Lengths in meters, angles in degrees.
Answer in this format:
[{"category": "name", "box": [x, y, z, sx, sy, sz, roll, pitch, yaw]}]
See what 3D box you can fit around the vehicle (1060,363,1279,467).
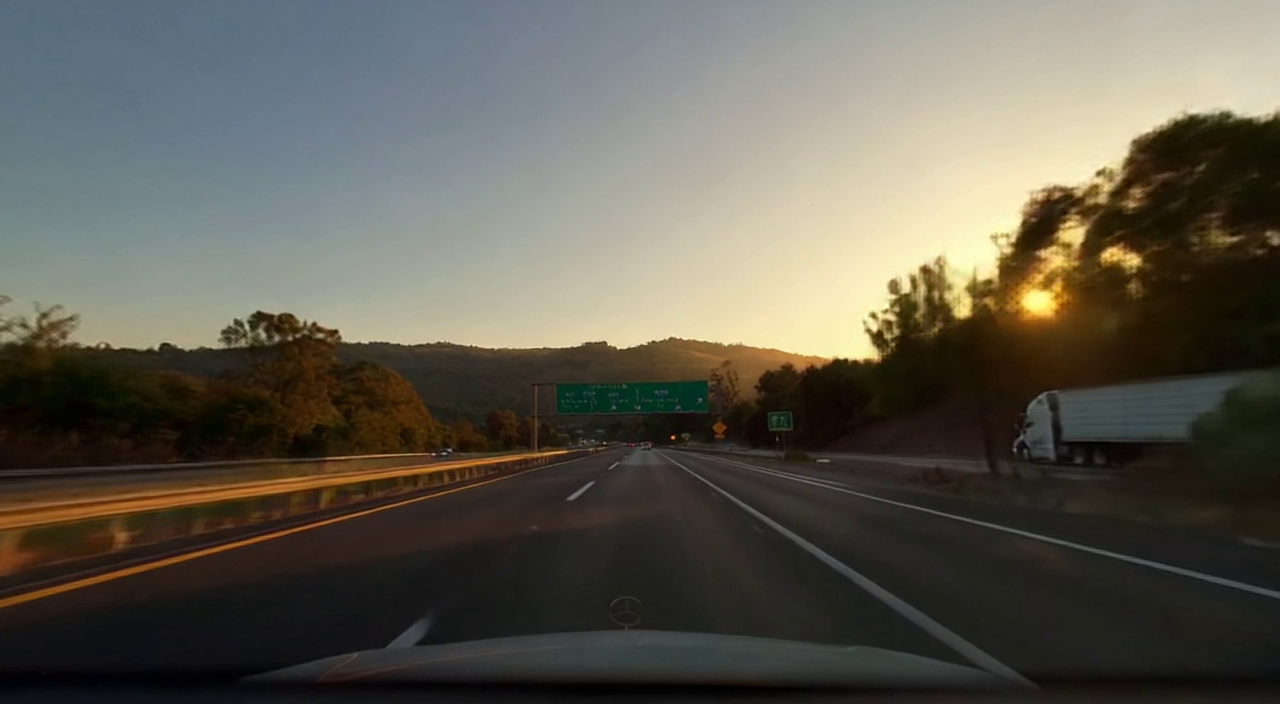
[{"category": "vehicle", "box": [25.853, 2.669, 25.992, 2.836, 4.027, 14.280, 4, -9, -27]}]
